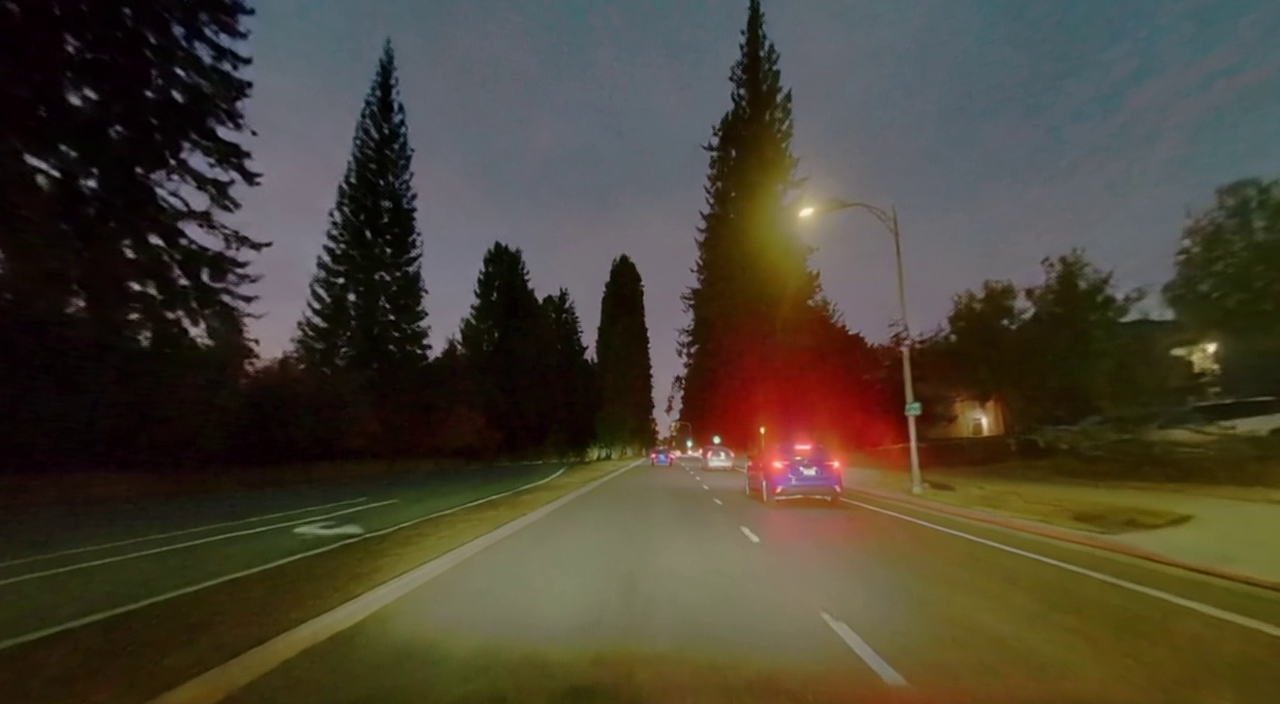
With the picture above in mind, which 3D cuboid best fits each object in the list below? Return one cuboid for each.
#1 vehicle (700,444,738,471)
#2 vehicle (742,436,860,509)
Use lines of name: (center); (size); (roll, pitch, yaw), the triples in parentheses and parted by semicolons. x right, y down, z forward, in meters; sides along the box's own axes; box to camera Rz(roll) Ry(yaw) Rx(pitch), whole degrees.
vehicle: (5.175, 6.971, 41.826); (2.110, 1.666, 3.912); (0, -8, 2)
vehicle: (3.996, 3.034, 16.416); (2.052, 1.639, 4.123); (0, -8, 1)
